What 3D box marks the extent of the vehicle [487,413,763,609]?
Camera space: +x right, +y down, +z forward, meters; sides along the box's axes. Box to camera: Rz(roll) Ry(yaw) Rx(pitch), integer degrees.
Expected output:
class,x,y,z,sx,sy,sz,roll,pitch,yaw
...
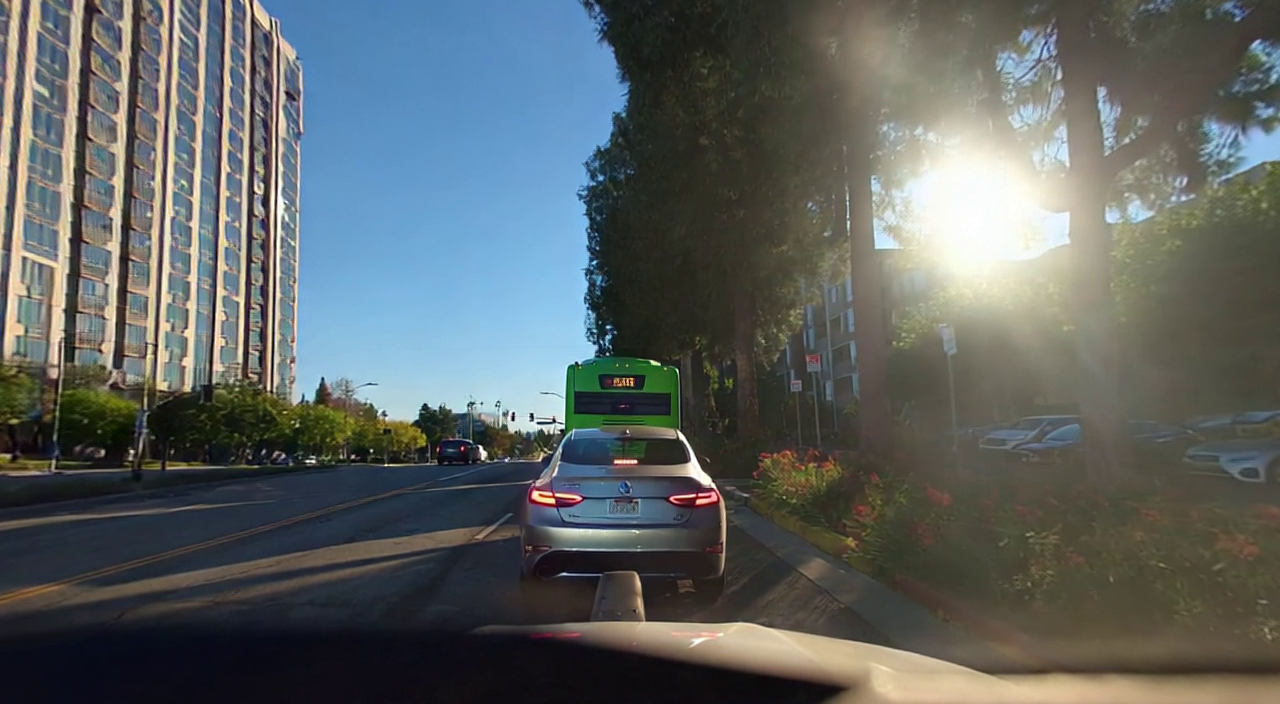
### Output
class,x,y,z,sx,sy,sz,roll,pitch,yaw
vehicle,-0.155,1.457,6.746,2.064,1.452,3.942,0,-8,-1
